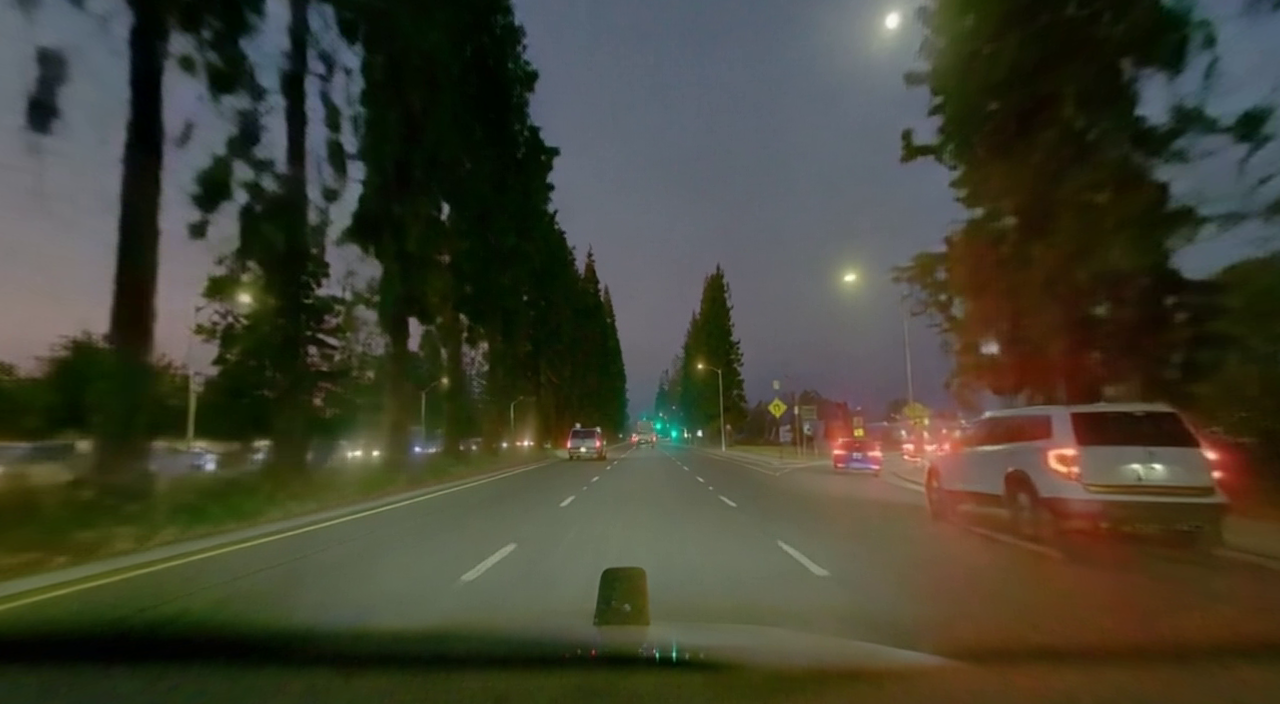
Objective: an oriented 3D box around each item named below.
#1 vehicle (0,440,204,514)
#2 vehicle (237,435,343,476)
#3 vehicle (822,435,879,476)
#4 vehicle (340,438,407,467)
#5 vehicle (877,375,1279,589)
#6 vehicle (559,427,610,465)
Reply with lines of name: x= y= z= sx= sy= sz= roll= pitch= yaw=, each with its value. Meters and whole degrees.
vehicle: x=-13.167 y=2.881 z=15.105 sx=2.053 sy=1.496 sz=4.569 roll=-1 pitch=-8 yaw=2
vehicle: x=-16.410 y=4.888 z=29.896 sx=2.163 sy=1.761 sz=4.848 roll=0 pitch=-9 yaw=1
vehicle: x=9.847 y=4.829 z=29.720 sx=2.280 sy=1.757 sz=4.572 roll=-3 pitch=-9 yaw=16
vehicle: x=-16.352 y=6.174 z=38.931 sx=2.042 sy=1.654 sz=4.603 roll=0 pitch=-8 yaw=1
vehicle: x=5.539 y=1.674 z=9.034 sx=2.381 sy=2.008 sz=5.971 roll=-1 pitch=-9 yaw=5
vehicle: x=-3.045 y=5.304 z=35.584 sx=2.255 sy=1.940 sz=4.822 roll=-1 pitch=-8 yaw=2
